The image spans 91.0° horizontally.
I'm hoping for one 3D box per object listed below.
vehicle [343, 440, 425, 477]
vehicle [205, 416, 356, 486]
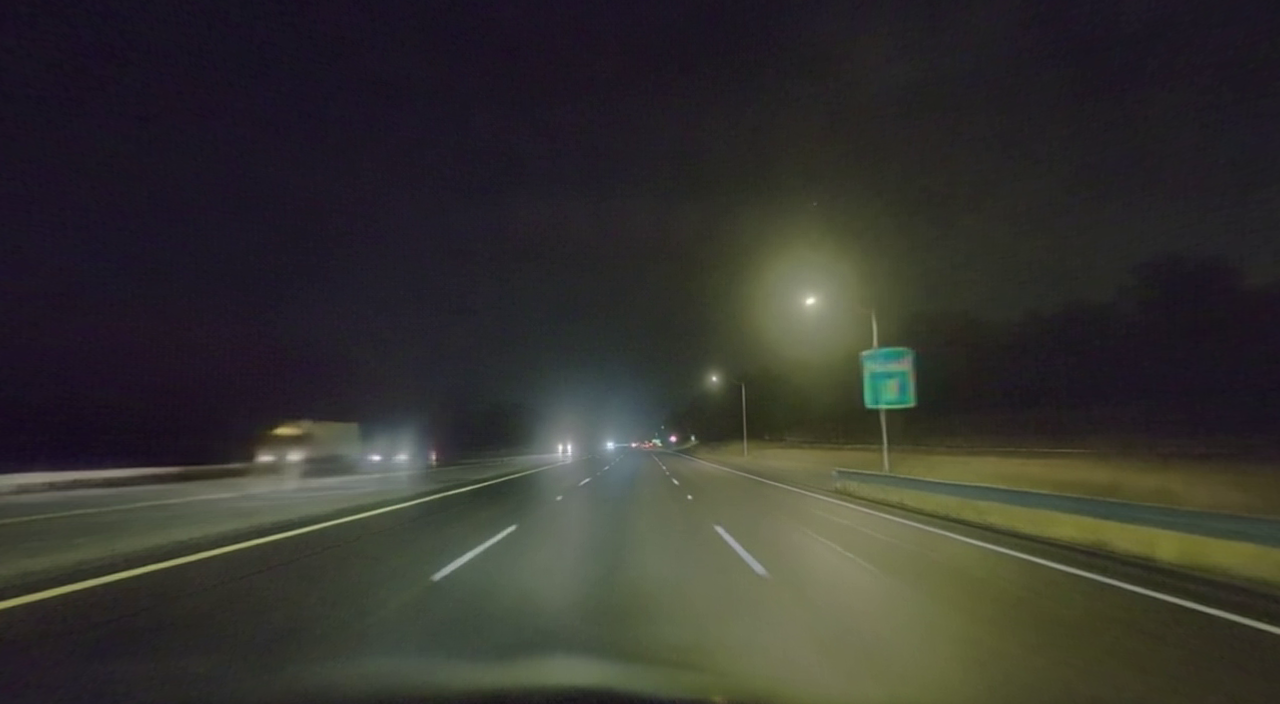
[{"bbox_3d":[-11.455,4.768,28.474,1.910,1.532,4.032,0,-8,1],"label":"vehicle"},{"bbox_3d":[-15.457,4.329,27.815,2.344,2.655,7.091,0,-8,1],"label":"vehicle"}]
